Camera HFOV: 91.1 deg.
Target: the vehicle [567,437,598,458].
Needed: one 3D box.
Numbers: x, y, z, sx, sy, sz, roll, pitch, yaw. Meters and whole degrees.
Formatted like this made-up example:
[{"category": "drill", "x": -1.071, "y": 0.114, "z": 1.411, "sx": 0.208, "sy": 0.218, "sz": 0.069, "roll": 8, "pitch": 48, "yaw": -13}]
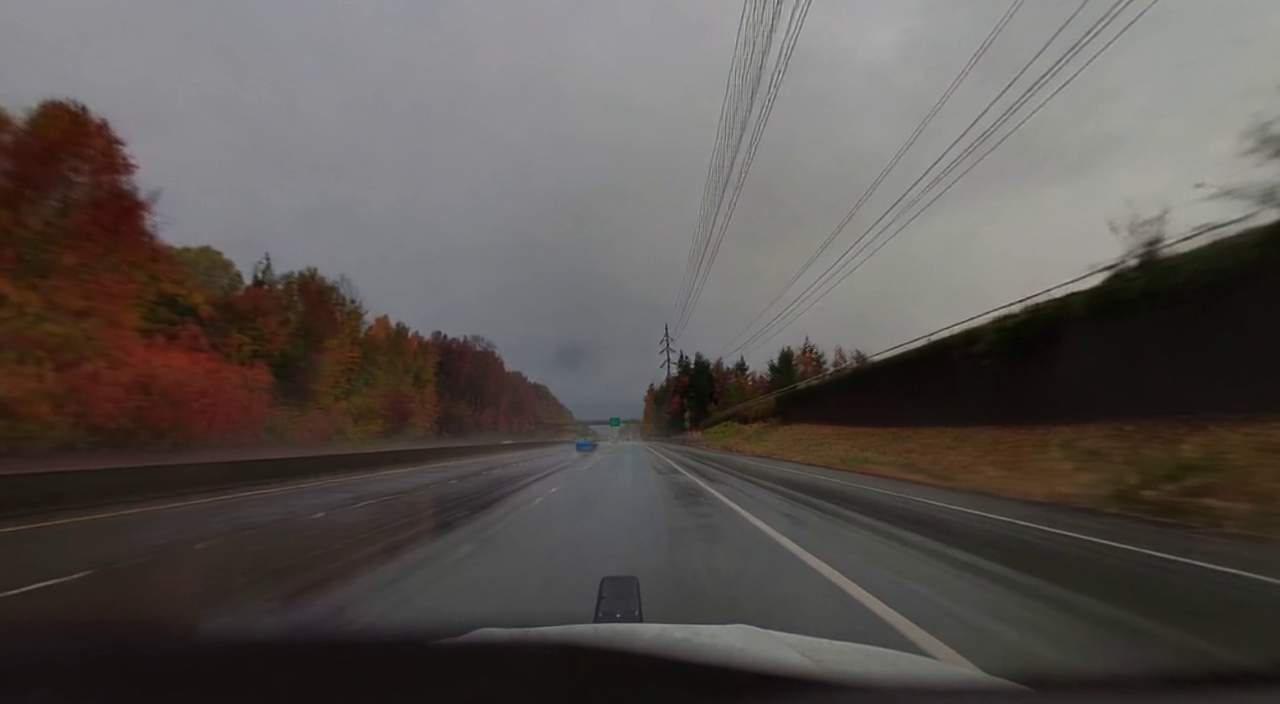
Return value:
[{"category": "vehicle", "x": -4.231, "y": 7.043, "z": 46.791, "sx": 2.025, "sy": 1.475, "sz": 4.379, "roll": 0, "pitch": -8, "yaw": -2}]
